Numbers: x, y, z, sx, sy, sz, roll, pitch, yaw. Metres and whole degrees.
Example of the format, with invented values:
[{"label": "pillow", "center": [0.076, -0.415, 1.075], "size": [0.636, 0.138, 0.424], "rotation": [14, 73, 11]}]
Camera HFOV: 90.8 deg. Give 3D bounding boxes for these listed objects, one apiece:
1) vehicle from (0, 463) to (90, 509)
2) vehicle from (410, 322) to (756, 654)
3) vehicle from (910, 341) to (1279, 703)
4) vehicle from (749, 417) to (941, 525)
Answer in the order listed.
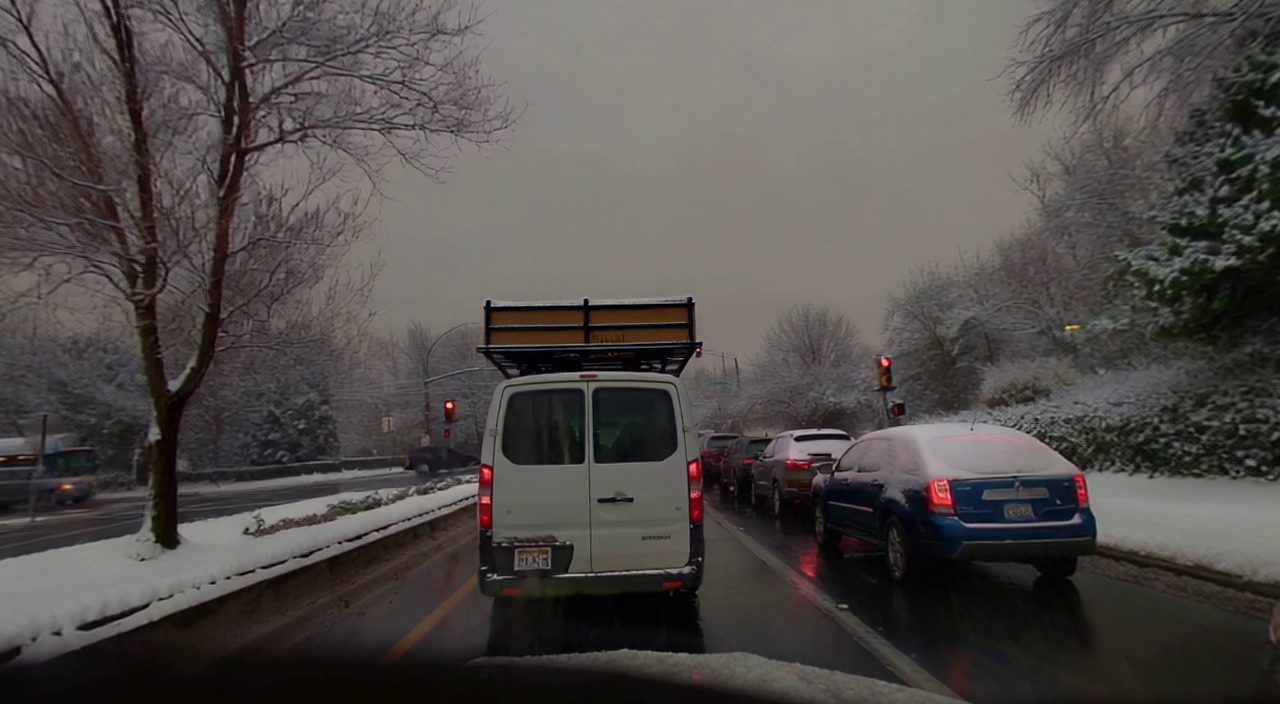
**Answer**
[{"label": "vehicle", "center": [-28.548, 5.994, 28.394], "size": [5.241, 1.894, 2.257], "rotation": [1, -9, -7]}, {"label": "vehicle", "center": [-0.362, 1.154, 6.195], "size": [2.145, 2.089, 4.309], "rotation": [0, -9, 0]}, {"label": "vehicle", "center": [3.452, 0.943, 3.415], "size": [1.965, 1.671, 4.146], "rotation": [0, -9, -3]}, {"label": "vehicle", "center": [3.658, 2.215, 12.263], "size": [2.024, 1.692, 4.252], "rotation": [1, -9, -4]}]
